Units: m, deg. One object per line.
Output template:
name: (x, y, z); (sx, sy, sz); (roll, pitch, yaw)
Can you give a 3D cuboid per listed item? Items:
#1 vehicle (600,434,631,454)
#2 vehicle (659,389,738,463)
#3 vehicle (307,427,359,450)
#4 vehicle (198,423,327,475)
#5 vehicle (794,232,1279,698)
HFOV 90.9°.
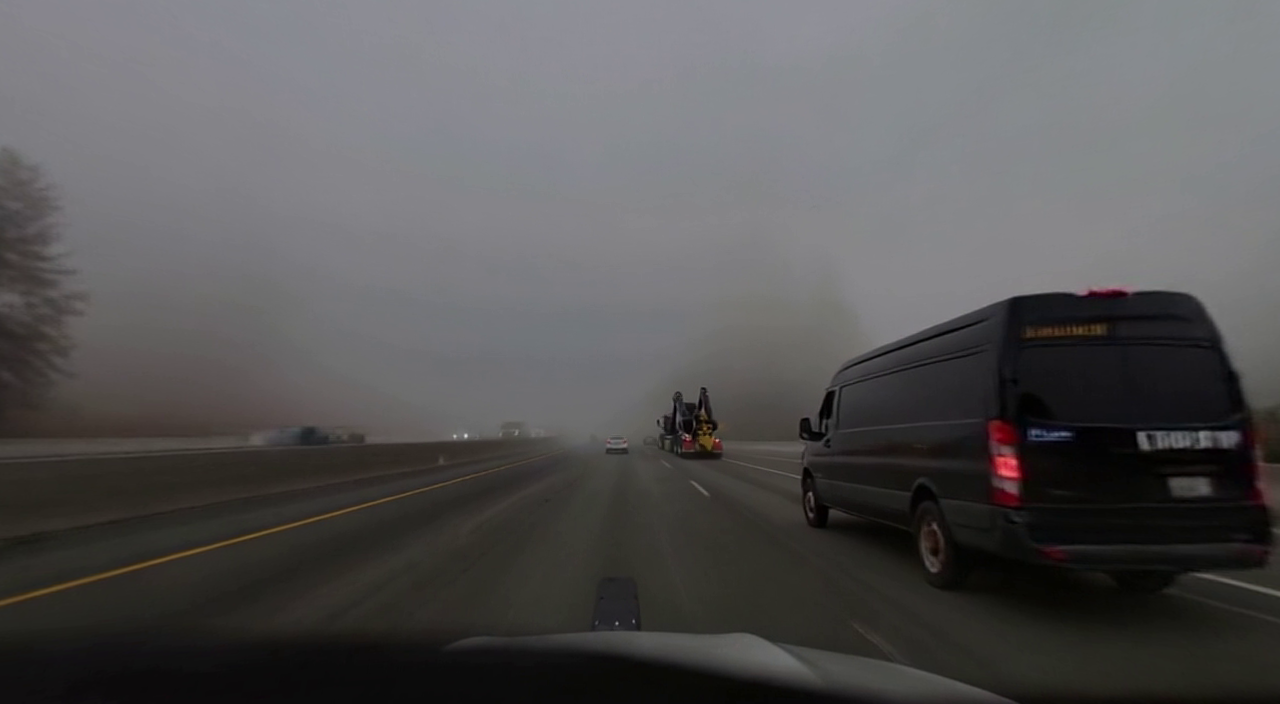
vehicle: (-1.888, 7.036, 48.333); (2.217, 1.502, 4.222); (0, -8, -2)
vehicle: (3.147, 4.451, 37.146); (2.912, 3.738, 10.123); (0, -8, -4)
vehicle: (-23.164, 6.544, 47.687); (1.914, 1.637, 4.353); (0, -8, -3)
vehicle: (-11.792, 3.044, 19.998); (1.839, 1.462, 3.727); (0, -8, -2)
vehicle: (3.605, 0.953, 6.390); (2.386, 2.509, 5.880); (0, -8, -2)
